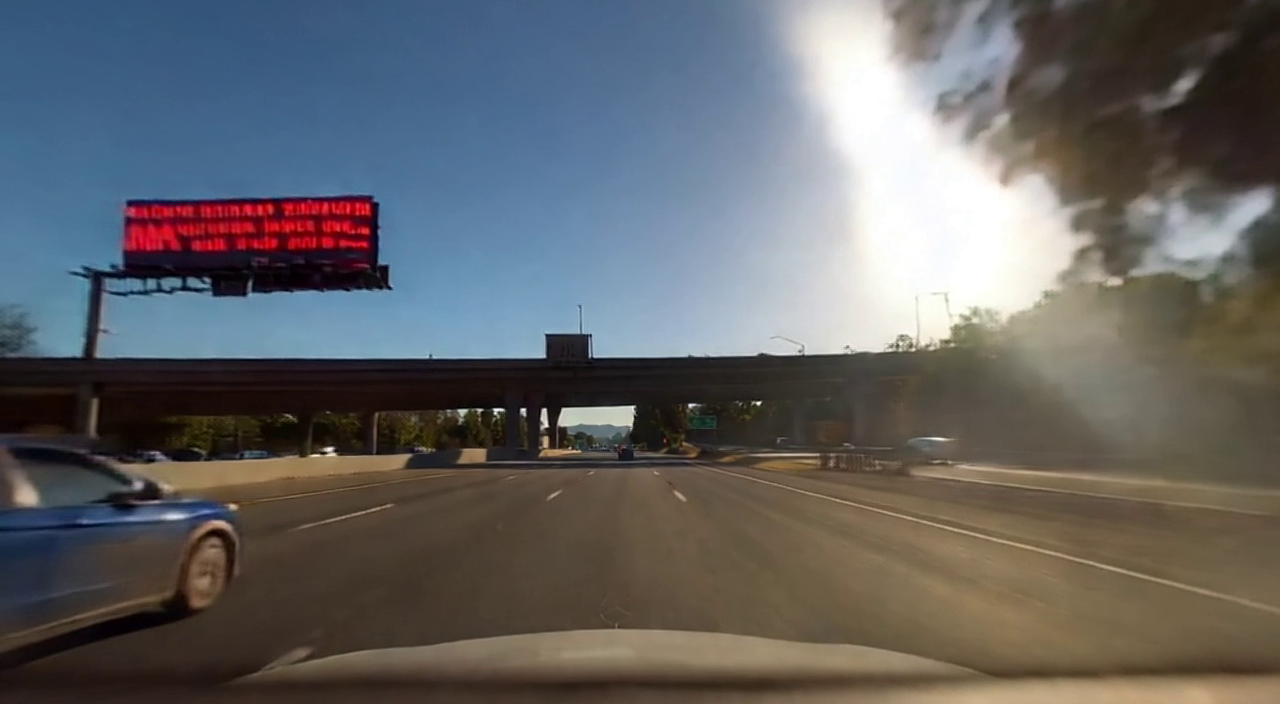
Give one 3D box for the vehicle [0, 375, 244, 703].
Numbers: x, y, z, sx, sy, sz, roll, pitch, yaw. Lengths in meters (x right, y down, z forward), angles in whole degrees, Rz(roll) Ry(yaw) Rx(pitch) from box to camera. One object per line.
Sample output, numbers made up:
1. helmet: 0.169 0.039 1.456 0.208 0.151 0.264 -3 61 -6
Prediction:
1. vehicle: -4.298 0.924 2.758 2.102 1.727 4.704 0 -9 -1
